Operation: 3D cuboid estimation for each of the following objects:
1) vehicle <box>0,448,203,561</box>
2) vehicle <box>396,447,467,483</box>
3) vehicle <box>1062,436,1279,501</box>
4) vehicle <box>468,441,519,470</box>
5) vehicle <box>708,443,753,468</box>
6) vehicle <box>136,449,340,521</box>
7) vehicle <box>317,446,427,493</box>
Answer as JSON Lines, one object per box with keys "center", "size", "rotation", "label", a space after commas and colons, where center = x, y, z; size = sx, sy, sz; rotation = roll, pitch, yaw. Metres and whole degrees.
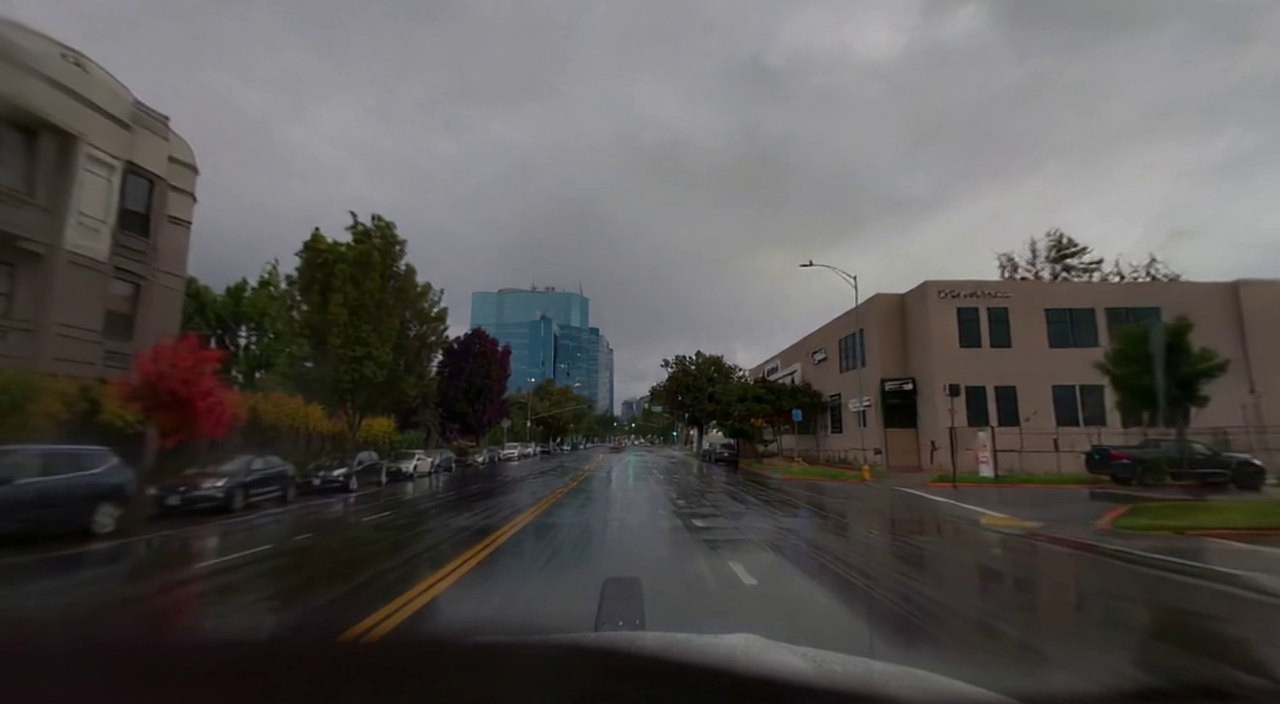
{"center": [-10.026, 2.421, 10.573], "size": [1.918, 1.535, 4.834], "rotation": [0, -8, 1], "label": "vehicle"}
{"center": [-9.778, 5.291, 30.040], "size": [2.021, 1.482, 4.601], "rotation": [0, -8, -3], "label": "vehicle"}
{"center": [15.946, 3.482, 19.149], "size": [4.625, 1.797, 2.266], "rotation": [0, -8, -1], "label": "vehicle"}
{"center": [-10.144, 7.229, 44.326], "size": [2.228, 1.863, 5.407], "rotation": [0, -8, 1], "label": "vehicle"}
{"center": [5.877, 6.777, 41.595], "size": [2.038, 1.482, 4.994], "rotation": [0, -8, -2], "label": "vehicle"}
{"center": [-10.089, 3.330, 16.461], "size": [2.010, 1.476, 4.871], "rotation": [-1, -8, 2], "label": "vehicle"}
{"center": [-10.244, 4.494, 24.733], "size": [1.995, 1.564, 5.321], "rotation": [0, -8, 0], "label": "vehicle"}
